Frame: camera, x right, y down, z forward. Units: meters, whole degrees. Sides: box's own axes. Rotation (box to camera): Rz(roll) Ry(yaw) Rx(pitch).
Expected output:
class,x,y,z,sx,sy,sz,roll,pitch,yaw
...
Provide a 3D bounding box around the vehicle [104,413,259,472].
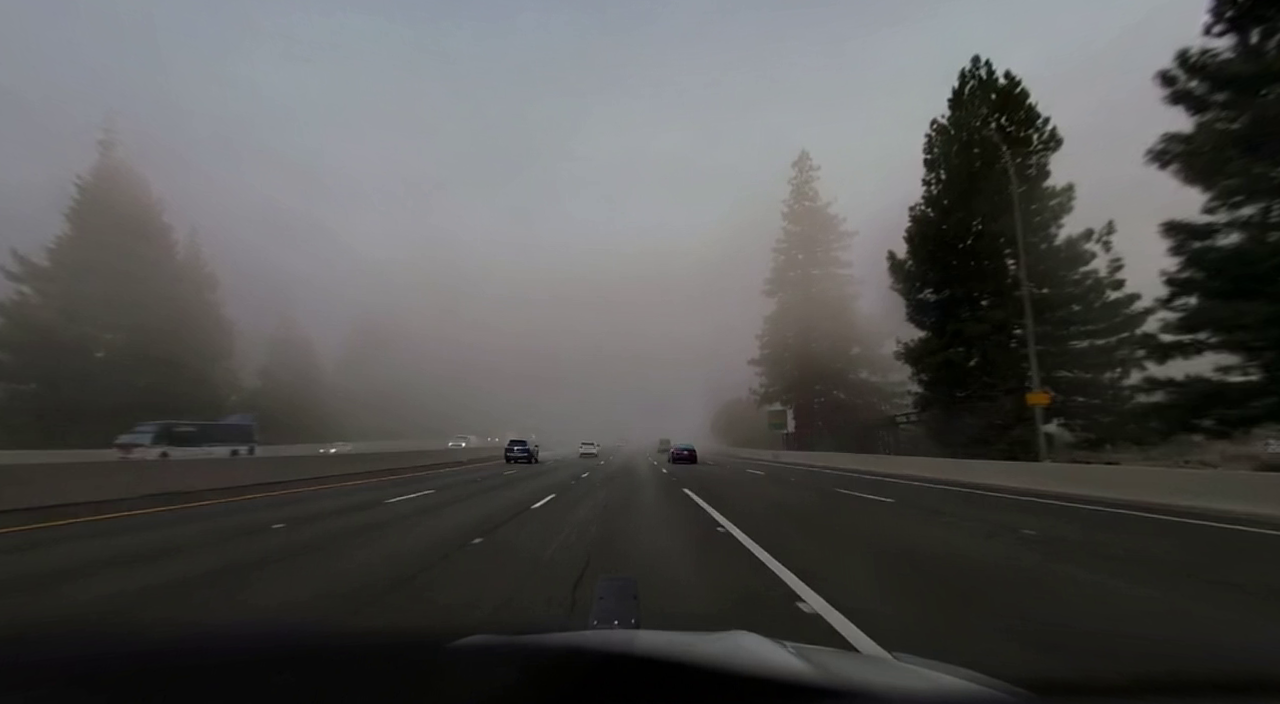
class,x,y,z,sx,sy,sz,roll,pitch,yaw
vehicle,-27.828,5.618,39.115,2.937,3.196,8.787,0,-9,0

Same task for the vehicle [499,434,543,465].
class,x,y,z,sx,sy,sz,roll,pitch,yaw
vehicle,-7.585,6.293,40.726,2.009,1.850,4.338,0,-8,-1

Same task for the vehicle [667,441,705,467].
class,x,y,z,sx,sy,sz,roll,pitch,yaw
vehicle,2.769,6.247,38.847,1.967,1.475,4.080,0,-8,-1
